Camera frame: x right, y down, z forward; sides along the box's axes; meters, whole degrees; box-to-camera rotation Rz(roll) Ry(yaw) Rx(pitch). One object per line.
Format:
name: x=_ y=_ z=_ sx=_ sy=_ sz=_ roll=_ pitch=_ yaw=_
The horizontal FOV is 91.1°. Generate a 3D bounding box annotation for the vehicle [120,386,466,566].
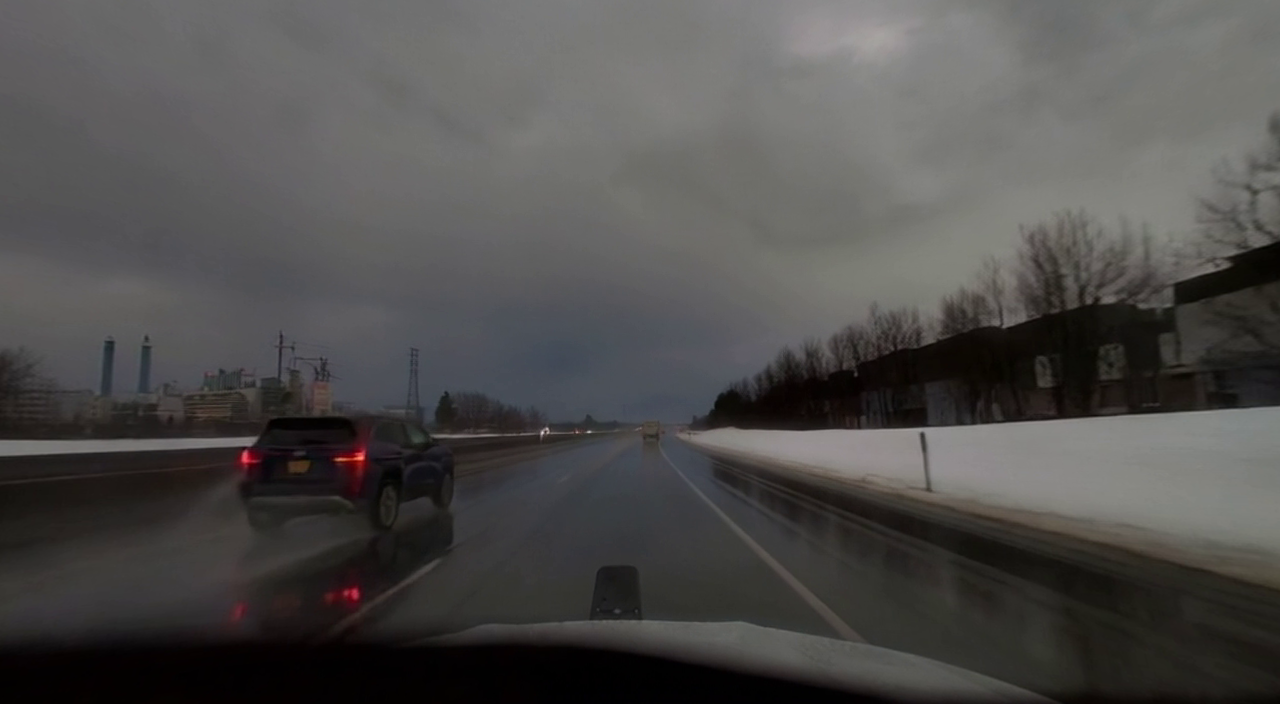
vehicle: x=-3.857 y=1.448 z=8.110 sx=2.018 sy=1.678 sz=4.312 roll=0 pitch=-8 yaw=-1
